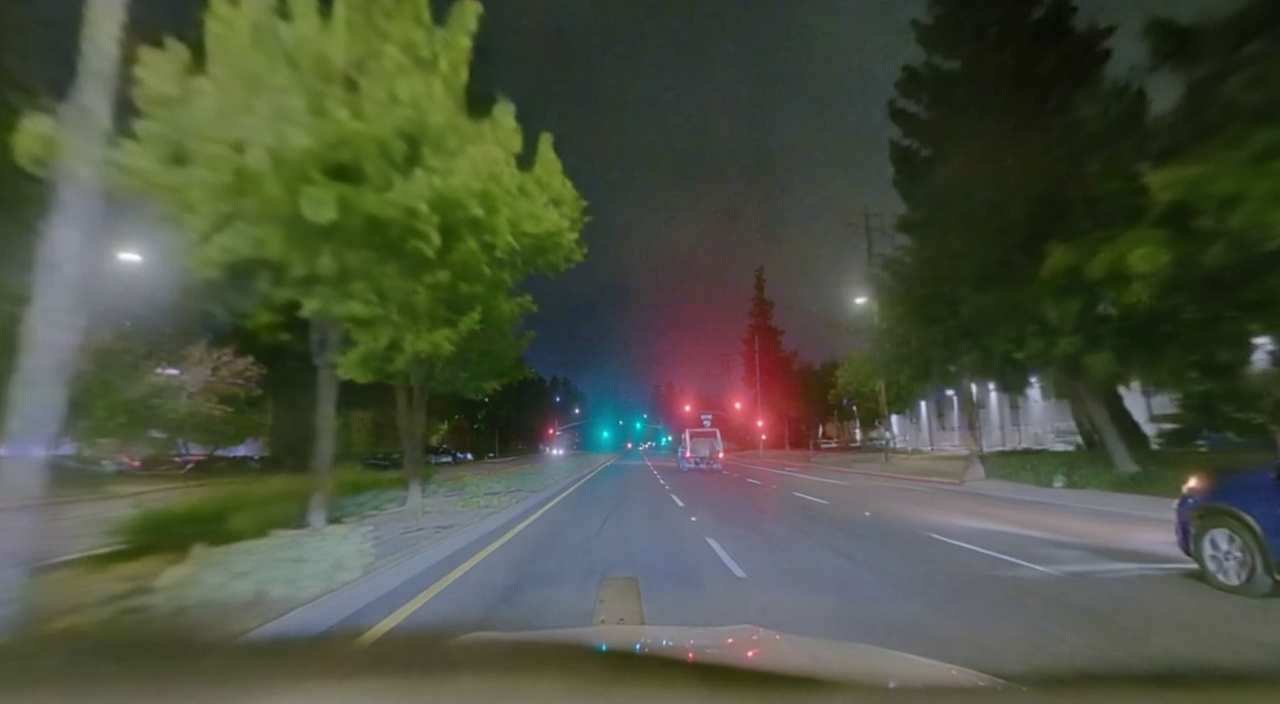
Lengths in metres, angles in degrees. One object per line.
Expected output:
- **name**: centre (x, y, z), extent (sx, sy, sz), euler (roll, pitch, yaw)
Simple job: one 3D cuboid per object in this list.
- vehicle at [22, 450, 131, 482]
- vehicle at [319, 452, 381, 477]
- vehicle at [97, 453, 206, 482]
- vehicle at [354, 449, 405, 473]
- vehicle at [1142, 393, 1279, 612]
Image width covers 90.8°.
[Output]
- **vehicle**: centre (-34.454, 6.960, 38.830), extent (4.594, 1.801, 2.489), euler (6, -10, -35)
- **vehicle**: centre (-19.275, 7.494, 42.246), extent (2.048, 1.493, 4.588), euler (0, -8, -1)
- **vehicle**: centre (-28.532, 6.746, 37.010), extent (4.657, 1.636, 2.059), euler (0, -8, 0)
- **vehicle**: centre (-19.689, 8.236, 47.923), extent (1.985, 1.667, 4.622), euler (0, -8, -1)
- **vehicle**: centre (6.189, 1.064, 4.086), extent (2.012, 1.754, 4.635), euler (0, -8, 0)
